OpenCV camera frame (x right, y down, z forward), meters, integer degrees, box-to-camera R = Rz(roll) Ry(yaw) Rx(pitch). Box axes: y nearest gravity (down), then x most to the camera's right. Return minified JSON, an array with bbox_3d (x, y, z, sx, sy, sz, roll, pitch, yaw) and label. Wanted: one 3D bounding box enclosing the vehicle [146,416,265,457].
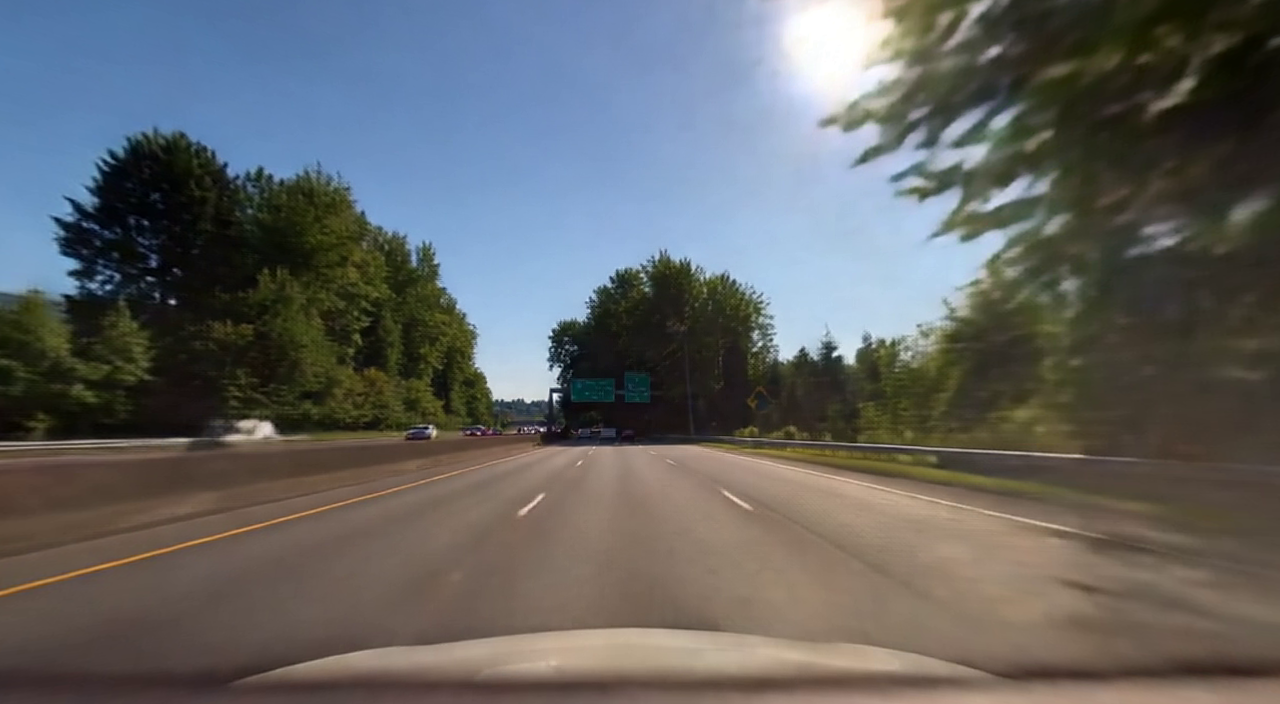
[{"bbox_3d":[-17.459,3.424,25.584,2.011,1.544,4.012,0,-7,-2],"label":"vehicle"}]
